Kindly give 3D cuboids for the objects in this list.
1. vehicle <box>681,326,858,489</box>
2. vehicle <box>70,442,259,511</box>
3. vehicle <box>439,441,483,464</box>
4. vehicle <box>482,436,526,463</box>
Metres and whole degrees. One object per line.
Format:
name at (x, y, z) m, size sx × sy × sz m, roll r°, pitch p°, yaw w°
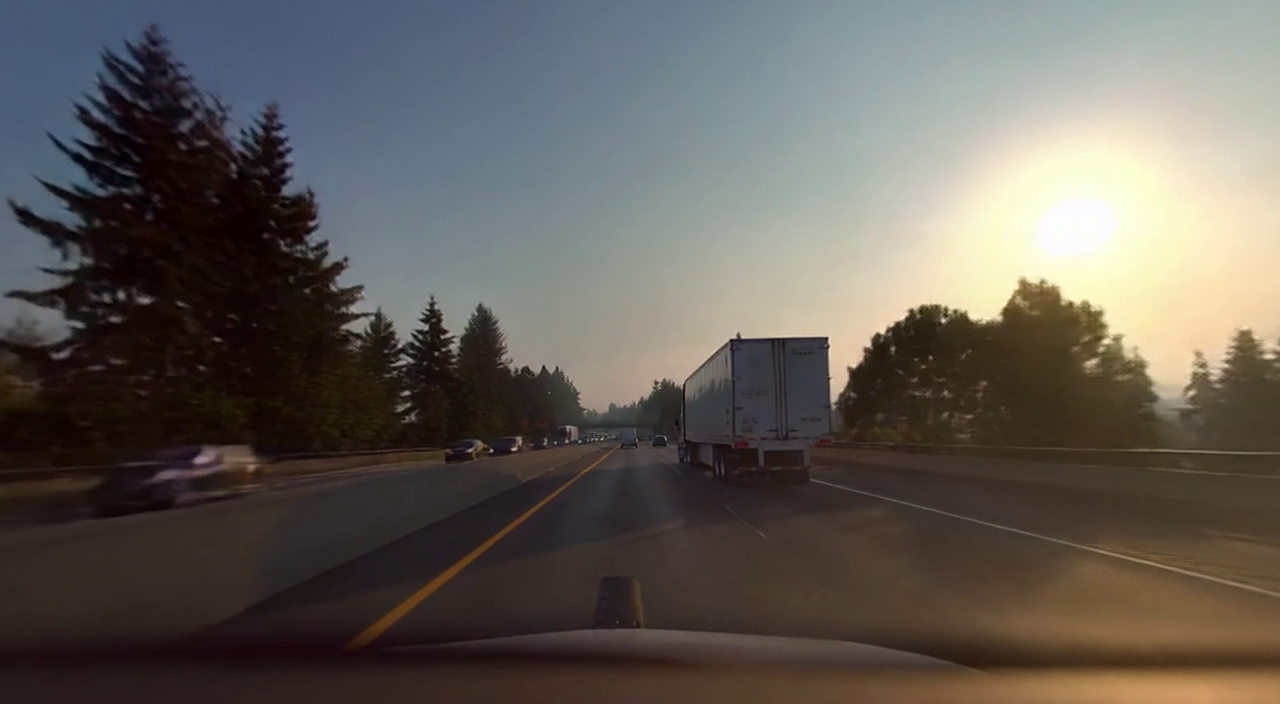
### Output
vehicle at (3.579, 2.256, 22.292) m, size 3.038 × 3.975 × 13.887 m, roll 0°, pitch -8°, yaw -1°
vehicle at (-12.863, 3.341, 17.478) m, size 1.929 × 1.605 × 4.299 m, roll 0°, pitch -8°, yaw -1°
vehicle at (-12.696, 7.120, 44.915) m, size 1.848 × 1.532 × 4.400 m, roll 0°, pitch -8°, yaw 0°
vehicle at (-8.346, 6.027, 39.016) m, size 1.930 × 1.542 × 3.943 m, roll 1°, pitch -7°, yaw -1°
